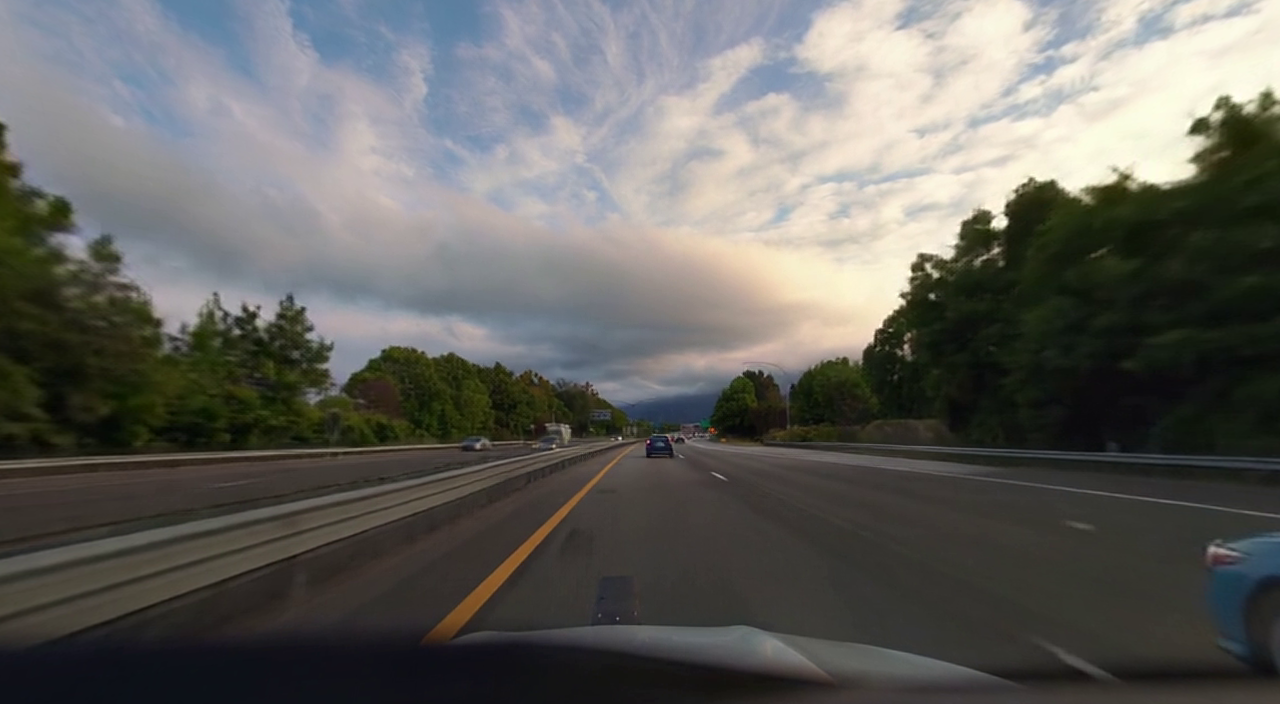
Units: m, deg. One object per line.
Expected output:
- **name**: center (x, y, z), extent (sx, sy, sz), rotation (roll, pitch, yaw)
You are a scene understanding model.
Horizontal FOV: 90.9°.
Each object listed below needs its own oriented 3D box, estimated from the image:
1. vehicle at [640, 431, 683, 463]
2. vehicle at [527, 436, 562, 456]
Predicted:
- **vehicle**: center (1.014, 4.784, 31.914), extent (2.046, 1.526, 3.903), rotation (0, -8, 0)
- **vehicle**: center (-7.448, 7.402, 49.519), extent (1.968, 1.481, 4.273), rotation (0, -8, 2)
